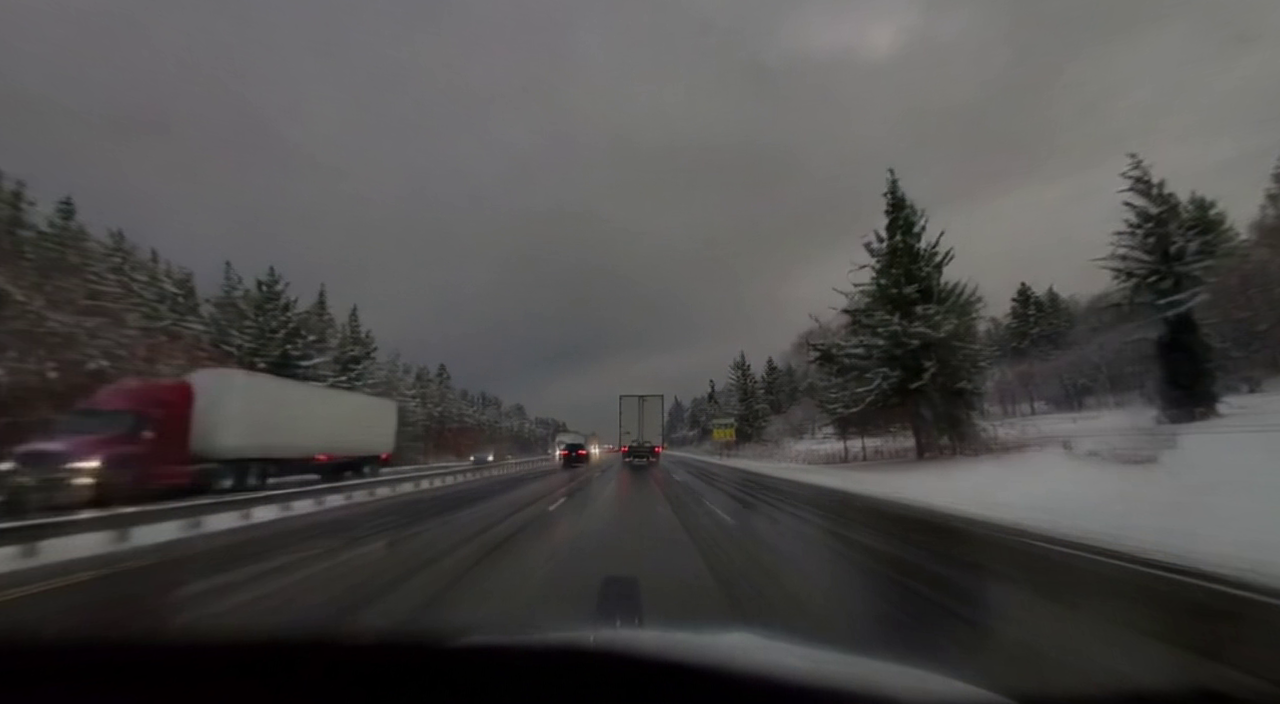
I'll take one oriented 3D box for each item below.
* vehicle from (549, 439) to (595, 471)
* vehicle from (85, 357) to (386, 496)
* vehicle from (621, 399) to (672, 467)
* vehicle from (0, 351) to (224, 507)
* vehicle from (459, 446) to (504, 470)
[{"bbox_3d":[-3.759,5.808,35.486,2.112,1.645,4.129,0,-9,0],"label":"vehicle"},{"bbox_3d":[-14.755,3.259,25.533,2.947,4.091,13.930,0,-9,0],"label":"vehicle"},{"bbox_3d":[0.340,5.765,43.577,3.100,4.091,10.664,0,-9,0],"label":"vehicle"},{"bbox_3d":[-14.853,2.231,17.910,2.934,3.940,3.841,0,-9,1],"label":"vehicle"},{"bbox_3d":[-10.263,6.872,40.842,1.845,1.488,4.104,0,-9,1],"label":"vehicle"}]
